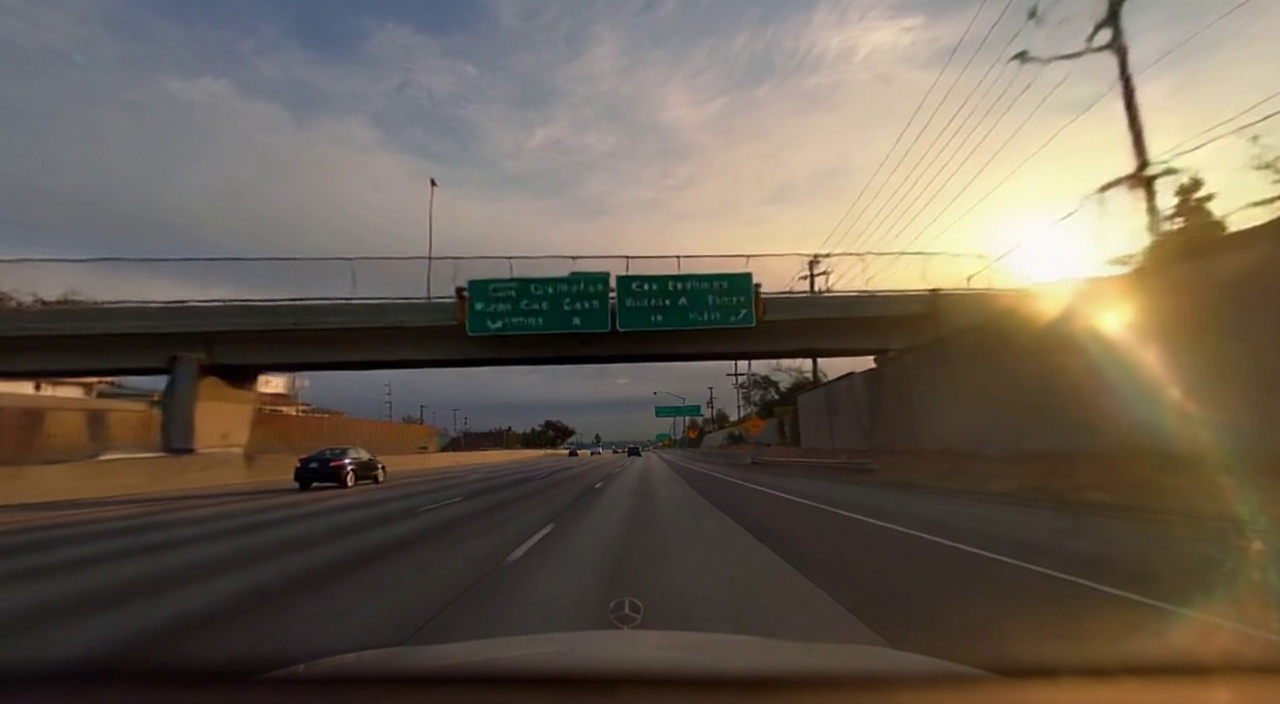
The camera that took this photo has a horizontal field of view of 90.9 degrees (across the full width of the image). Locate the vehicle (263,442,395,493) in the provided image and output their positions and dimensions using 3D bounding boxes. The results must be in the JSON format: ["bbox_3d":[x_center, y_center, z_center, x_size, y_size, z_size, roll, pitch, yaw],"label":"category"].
[{"bbox_3d":[-10.172,3.780,21.117,2.056,1.476,4.562,0,-8,1],"label":"vehicle"}]
